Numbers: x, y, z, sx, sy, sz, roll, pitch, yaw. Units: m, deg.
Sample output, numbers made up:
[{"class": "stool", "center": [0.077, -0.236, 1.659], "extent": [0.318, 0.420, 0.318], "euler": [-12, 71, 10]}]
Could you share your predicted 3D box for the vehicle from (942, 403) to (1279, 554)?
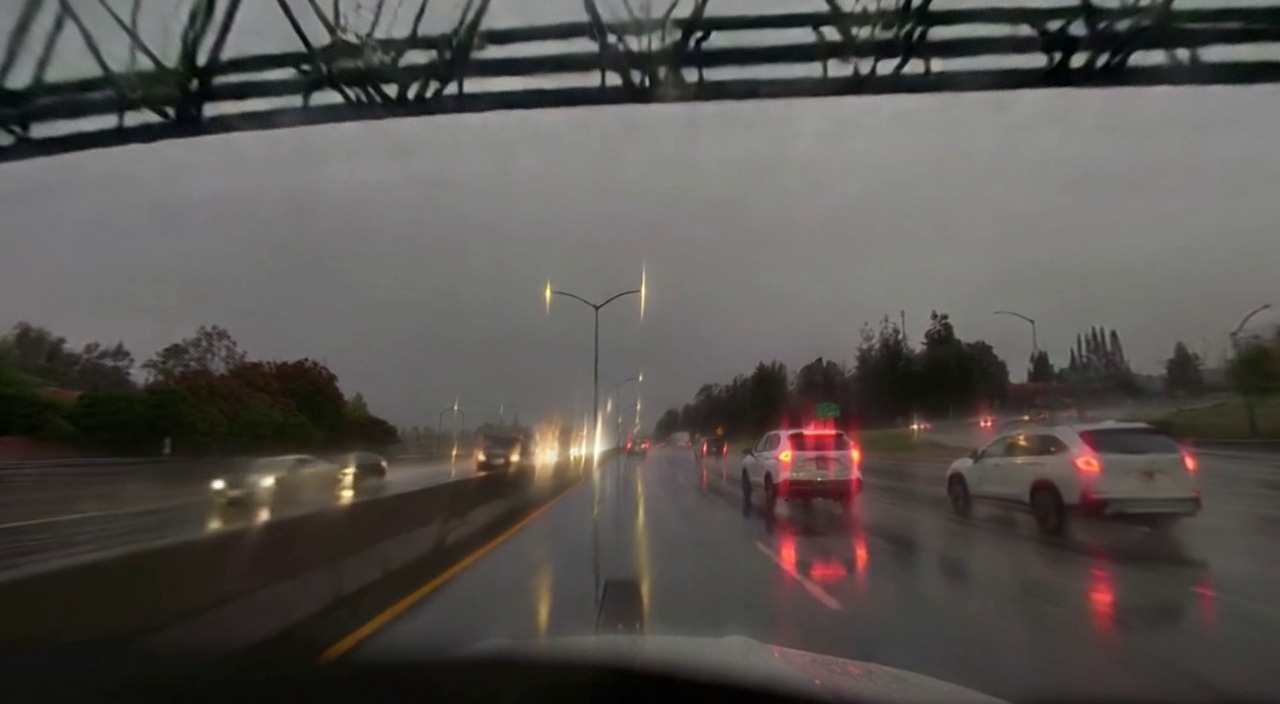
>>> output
[{"class": "vehicle", "center": [7.160, 1.900, 10.185], "extent": [2.040, 1.801, 4.959], "euler": [0, -9, -1]}]

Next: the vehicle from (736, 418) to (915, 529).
[{"class": "vehicle", "center": [3.229, 2.224, 12.057], "extent": [2.059, 1.711, 4.302], "euler": [0, -9, 0]}]

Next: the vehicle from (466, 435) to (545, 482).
[{"class": "vehicle", "center": [-5.966, 4.815, 28.850], "extent": [2.405, 1.932, 5.424], "euler": [0, -9, 0]}]

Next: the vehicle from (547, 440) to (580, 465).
[{"class": "vehicle", "center": [-5.943, 7.902, 49.603], "extent": [2.048, 1.838, 4.587], "euler": [0, -9, -1]}]

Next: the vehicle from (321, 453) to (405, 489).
[{"class": "vehicle", "center": [-12.647, 5.430, 29.159], "extent": [1.919, 1.456, 4.462], "euler": [0, -9, -1]}]

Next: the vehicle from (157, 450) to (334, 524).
[{"class": "vehicle", "center": [-9.283, 3.165, 15.289], "extent": [1.922, 1.523, 3.645], "euler": [0, -9, -1]}]
